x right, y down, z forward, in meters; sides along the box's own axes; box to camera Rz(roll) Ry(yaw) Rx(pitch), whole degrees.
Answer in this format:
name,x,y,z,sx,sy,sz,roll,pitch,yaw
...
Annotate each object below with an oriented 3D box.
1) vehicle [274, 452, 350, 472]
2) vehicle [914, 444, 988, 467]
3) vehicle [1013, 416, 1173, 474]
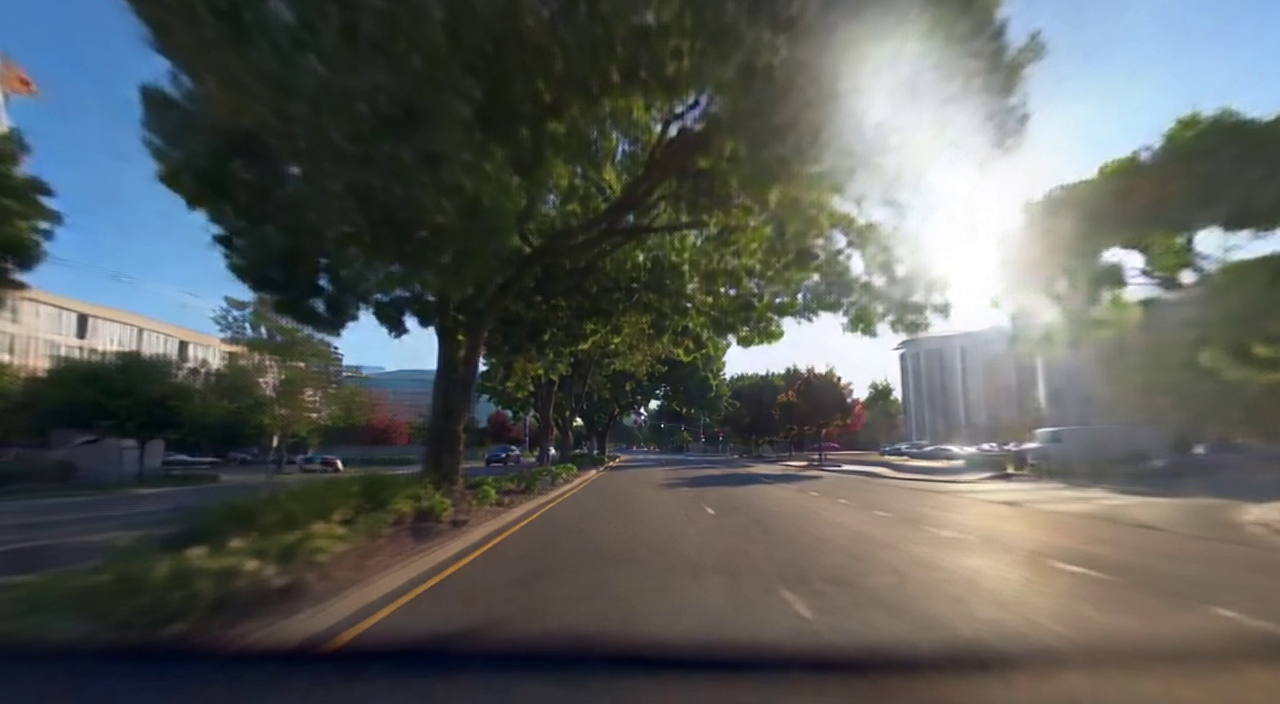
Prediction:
name,x,y,z,sx,sy,sz,roll,pitch,yaw
vehicle,-25.064,8.381,48.262,4.663,1.464,1.906,0,-8,-1
vehicle,21.748,7.242,44.192,4.176,1.490,1.871,0,-8,-2
vehicle,21.732,4.491,30.512,5.506,2.643,2.681,-1,-8,3
